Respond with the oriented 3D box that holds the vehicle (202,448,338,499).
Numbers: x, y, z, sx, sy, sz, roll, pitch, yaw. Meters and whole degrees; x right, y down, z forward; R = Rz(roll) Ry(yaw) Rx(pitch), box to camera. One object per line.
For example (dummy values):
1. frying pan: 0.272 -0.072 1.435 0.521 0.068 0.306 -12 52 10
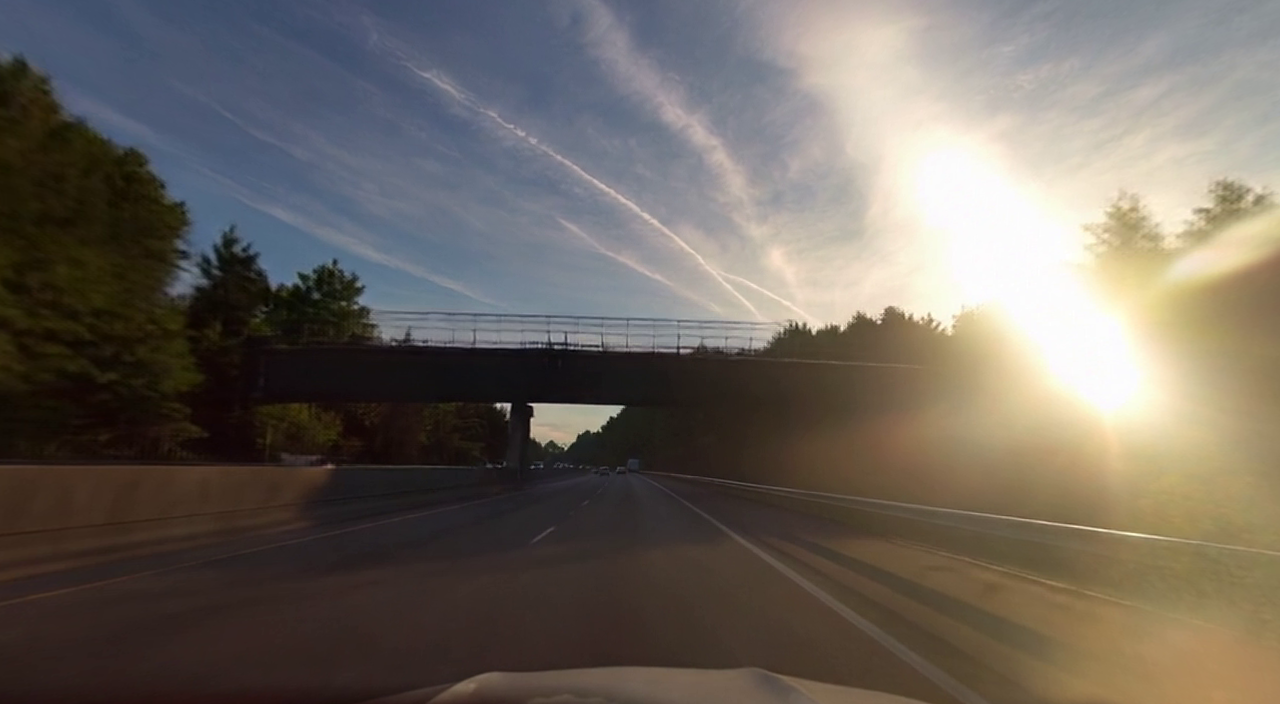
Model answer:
1. vehicle: -13.028 4.339 22.580 2.113 1.597 4.475 1 -11 0
